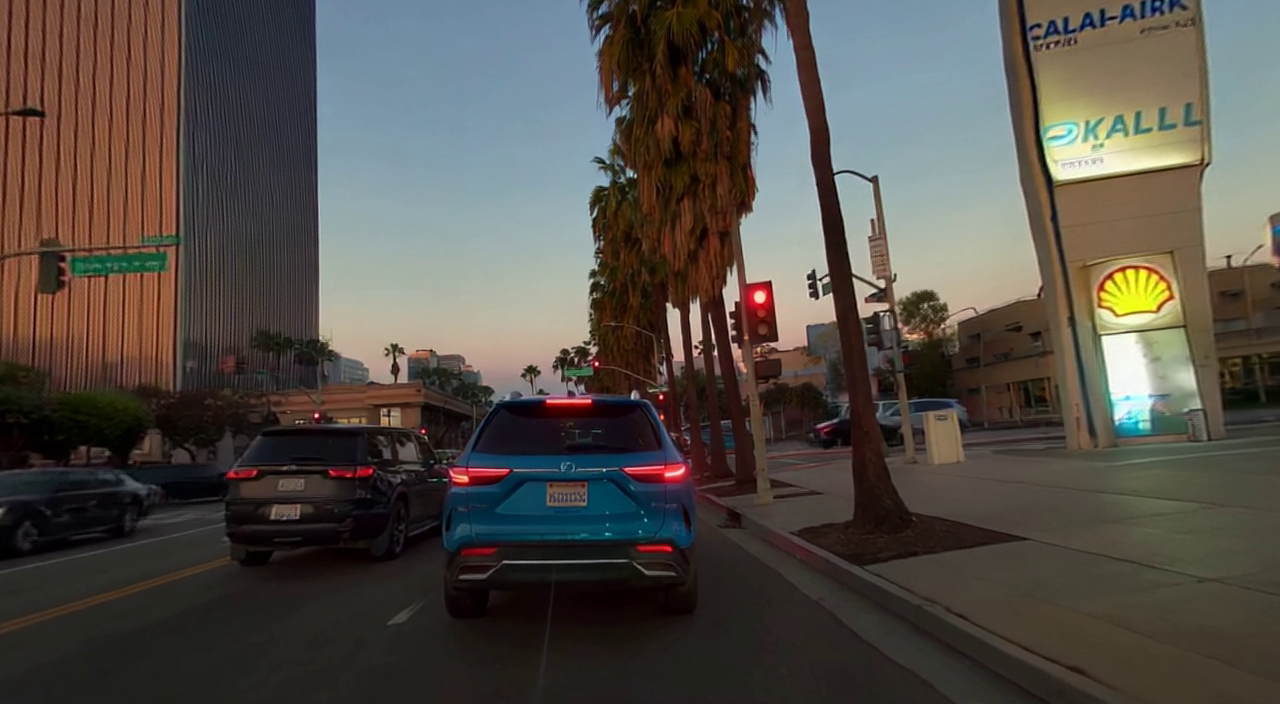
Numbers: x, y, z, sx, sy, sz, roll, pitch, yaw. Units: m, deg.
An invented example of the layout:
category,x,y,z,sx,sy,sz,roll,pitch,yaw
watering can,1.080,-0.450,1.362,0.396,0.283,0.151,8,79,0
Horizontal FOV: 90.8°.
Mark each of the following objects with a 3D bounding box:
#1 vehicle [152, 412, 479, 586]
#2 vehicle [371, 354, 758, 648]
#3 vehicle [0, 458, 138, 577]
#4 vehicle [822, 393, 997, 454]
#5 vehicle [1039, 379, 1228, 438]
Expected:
category,x,y,z,sx,sy,sz,roll,pitch,yaw
vehicle,-3.842,1.821,8.825,2.097,1.692,5.030,0,-8,-3
vehicle,-0.592,1.317,6.646,2.519,1.913,4.819,0,-8,-3
vehicle,-11.528,2.846,11.522,2.331,1.708,4.660,3,-9,-21
vehicle,9.588,2.618,22.819,5.307,2.076,2.122,0,-8,-4
vehicle,17.912,2.101,23.140,5.033,1.999,2.259,0,-8,-3
